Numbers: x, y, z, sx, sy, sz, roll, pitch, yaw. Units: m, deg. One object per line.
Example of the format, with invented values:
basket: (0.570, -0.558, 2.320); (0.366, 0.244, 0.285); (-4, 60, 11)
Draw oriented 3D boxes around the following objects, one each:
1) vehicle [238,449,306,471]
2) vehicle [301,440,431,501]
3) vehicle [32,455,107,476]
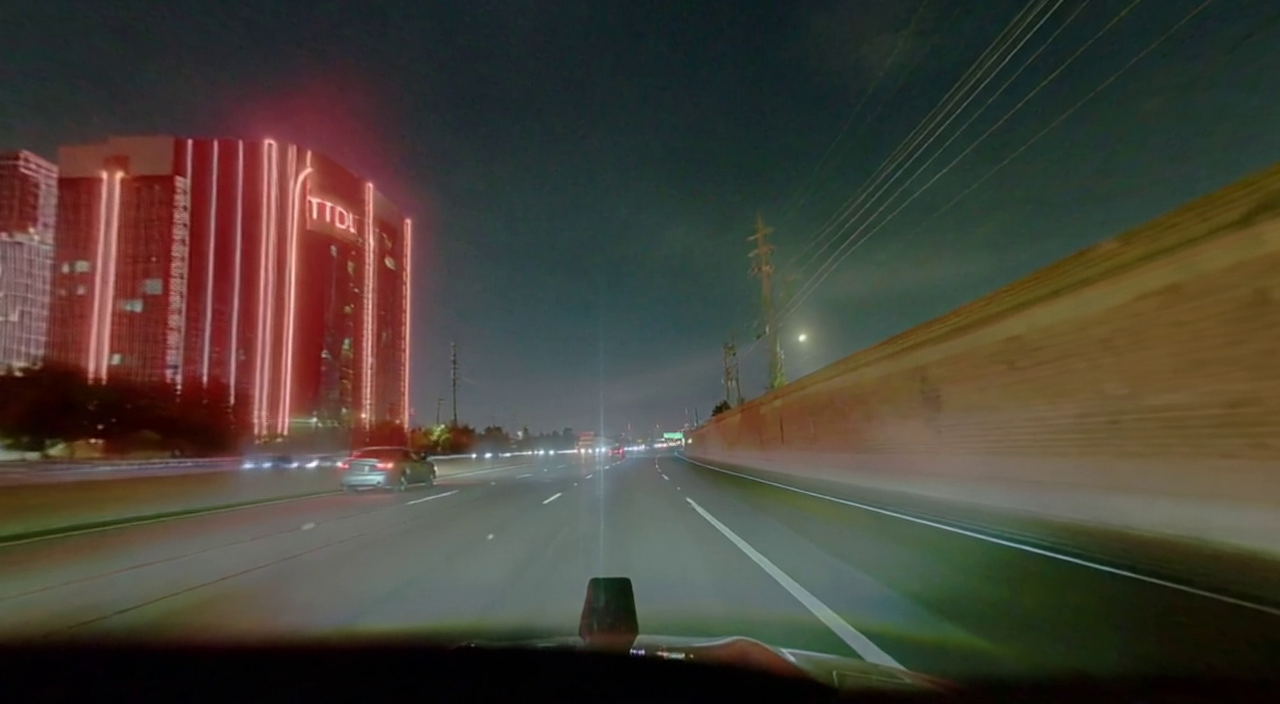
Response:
vehicle: (-25.553, 7.481, 44.101); (1.851, 1.434, 4.694); (0, -9, 1)
vehicle: (-7.797, 3.386, 18.463); (2.013, 1.574, 3.923); (0, -9, 0)
vehicle: (-44.297, 8.777, 49.184); (1.868, 1.466, 4.303); (0, -9, -2)
